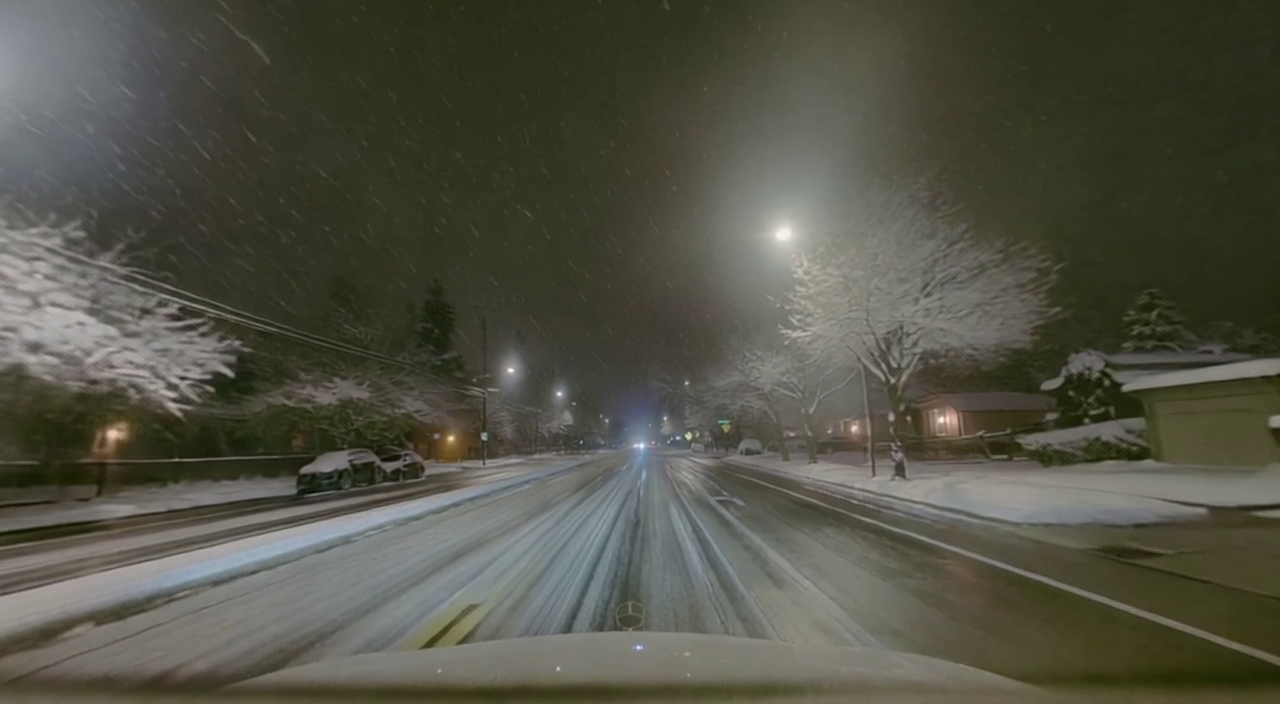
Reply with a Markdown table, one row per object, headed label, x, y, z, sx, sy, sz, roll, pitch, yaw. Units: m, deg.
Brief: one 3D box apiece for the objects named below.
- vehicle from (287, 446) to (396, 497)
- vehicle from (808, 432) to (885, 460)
| label | x | y | z | sx | sy | sz | roll | pitch | yaw |
| --- | --- | --- | --- | --- | --- | --- | --- | --- | --- |
| vehicle | -11.578 | 4.606 | 24.897 | 2.023 | 1.629 | 4.822 | -2 | -7 | 0 |
| vehicle | 14.251 | 6.501 | 43.728 | 4.907 | 1.693 | 2.081 | 0 | -7 | 14 |
